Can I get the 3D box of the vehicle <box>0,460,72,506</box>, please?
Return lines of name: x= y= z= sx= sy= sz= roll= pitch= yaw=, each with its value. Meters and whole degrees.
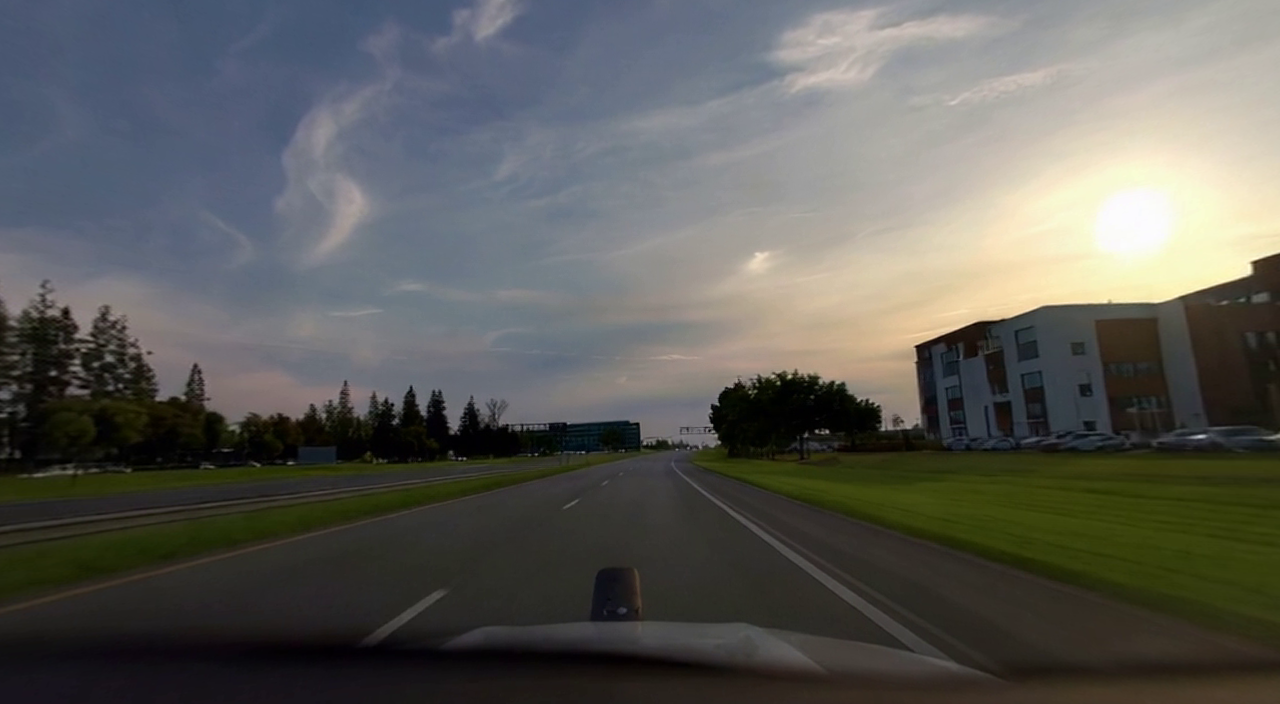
vehicle: x=-38.422 y=8.164 z=39.218 sx=4.249 sy=2.452 sz=2.227 roll=-6 pitch=-12 yaw=8
